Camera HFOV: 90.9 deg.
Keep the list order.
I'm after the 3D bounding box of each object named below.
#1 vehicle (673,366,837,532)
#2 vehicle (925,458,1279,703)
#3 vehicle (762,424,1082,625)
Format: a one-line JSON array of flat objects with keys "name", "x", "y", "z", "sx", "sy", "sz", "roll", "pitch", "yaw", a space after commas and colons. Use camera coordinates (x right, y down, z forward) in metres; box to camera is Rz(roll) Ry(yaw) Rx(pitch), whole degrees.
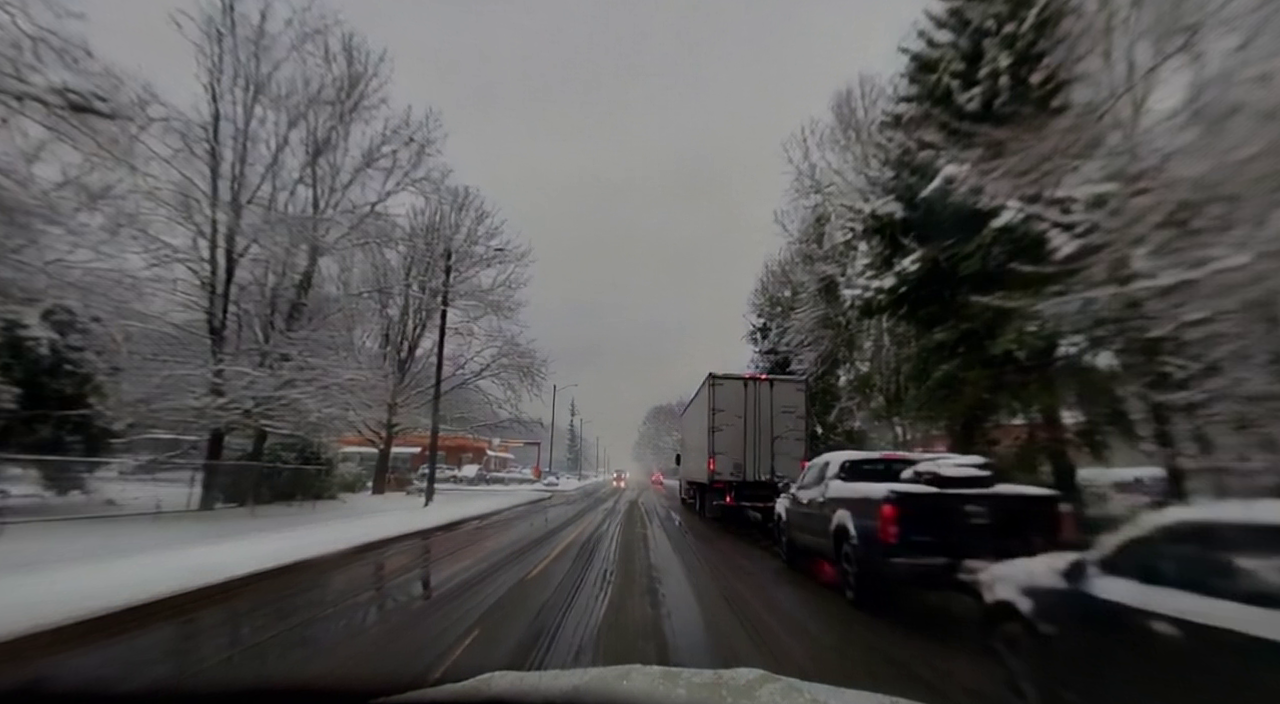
[{"name": "vehicle", "x": 3.218, "y": 3.678, "z": 22.743, "sx": 2.990, "sy": 4.098, "sz": 13.928, "roll": 1, "pitch": -11, "yaw": -1}, {"name": "vehicle", "x": 3.240, "y": 1.304, "z": 3.066, "sx": 1.844, "sy": 1.498, "sz": 3.898, "roll": 1, "pitch": -11, "yaw": 0}, {"name": "vehicle", "x": 3.179, "y": 2.089, "z": 8.388, "sx": 2.050, "sy": 1.906, "sz": 4.374, "roll": 1, "pitch": -11, "yaw": -2}]
